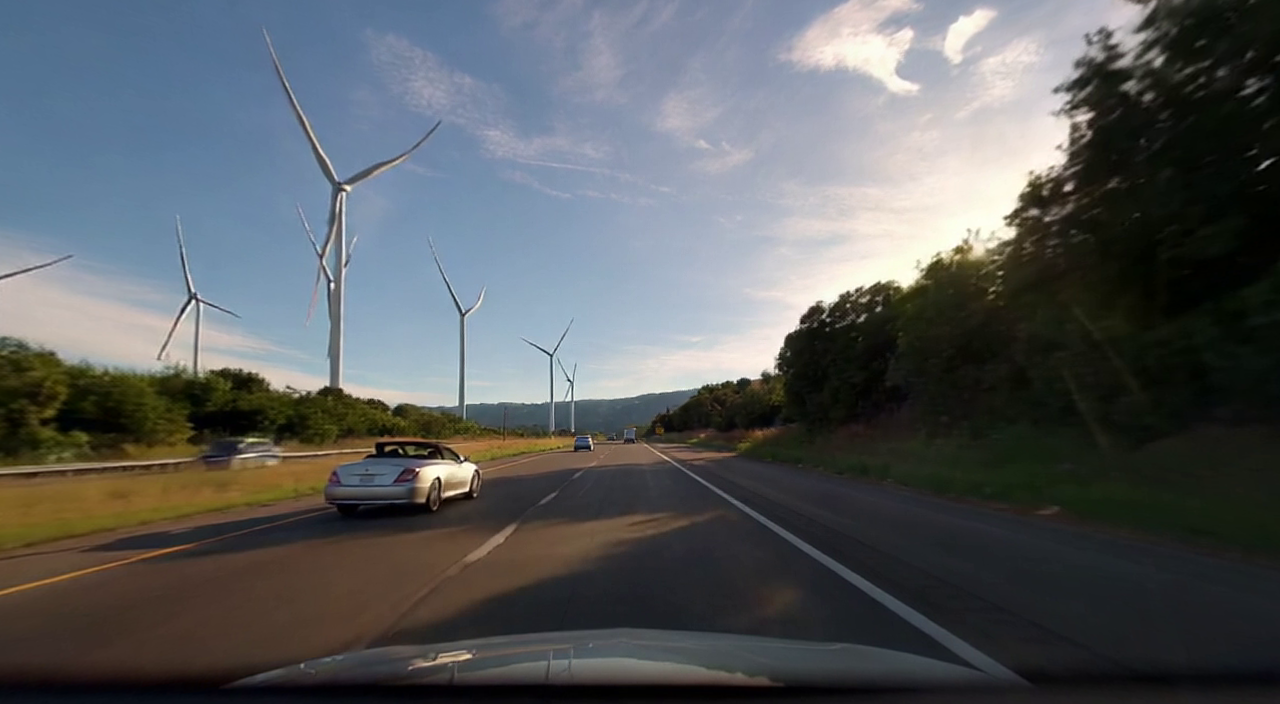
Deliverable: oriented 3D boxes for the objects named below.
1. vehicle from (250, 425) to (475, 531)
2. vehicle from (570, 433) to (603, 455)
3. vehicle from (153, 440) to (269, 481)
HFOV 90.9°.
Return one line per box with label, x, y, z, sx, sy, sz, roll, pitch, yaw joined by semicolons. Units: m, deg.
vehicle;-4.302;1.989;10.648;1.969;1.413;4.194;0;-8;-1
vehicle;-3.631;6.284;43.212;2.024;1.456;3.754;0;-8;-2
vehicle;-17.334;4.358;25.726;1.900;1.528;4.061;0;-8;-1
